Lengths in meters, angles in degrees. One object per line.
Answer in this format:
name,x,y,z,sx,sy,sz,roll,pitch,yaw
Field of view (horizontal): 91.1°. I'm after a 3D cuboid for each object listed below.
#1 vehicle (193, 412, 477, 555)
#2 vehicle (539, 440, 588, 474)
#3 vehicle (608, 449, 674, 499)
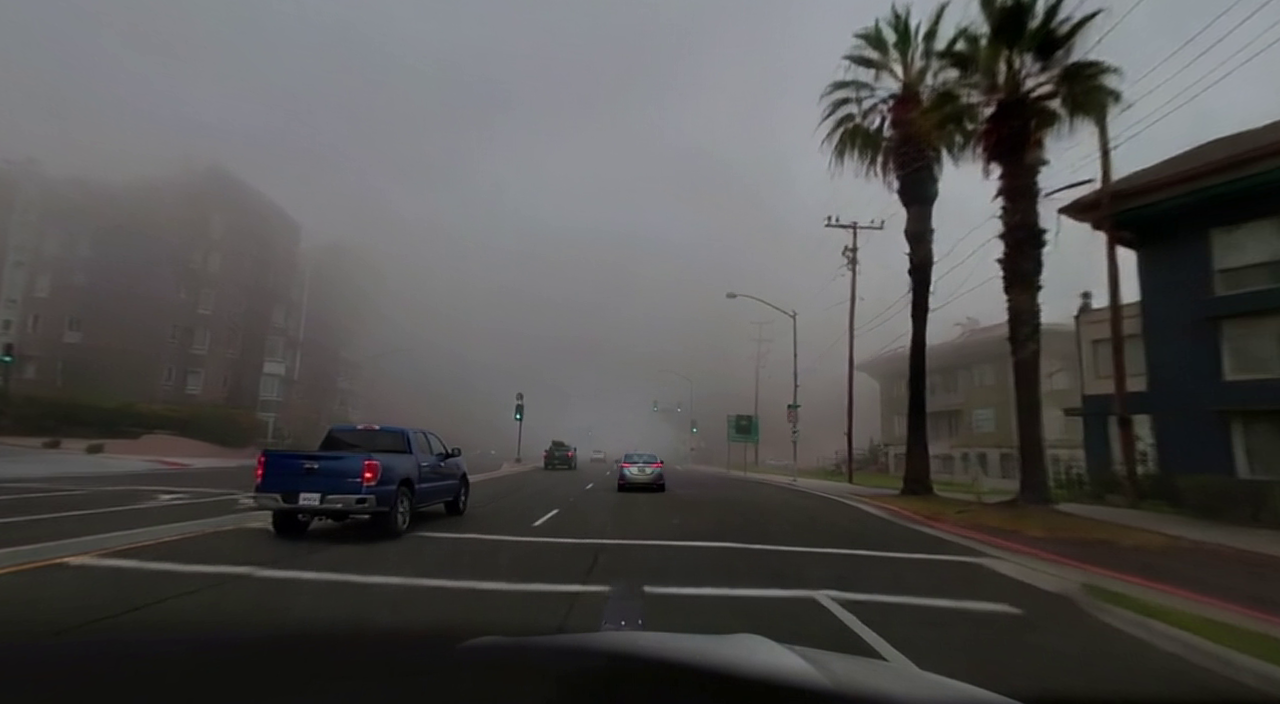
vehicle,-4.914,2.232,11.589,2.187,1.904,6.103,0,-9,0
vehicle,-4.882,6.791,40.981,2.447,2.062,5.911,0,-9,0
vehicle,0.033,4.248,22.342,2.122,1.562,4.152,0,-9,0
